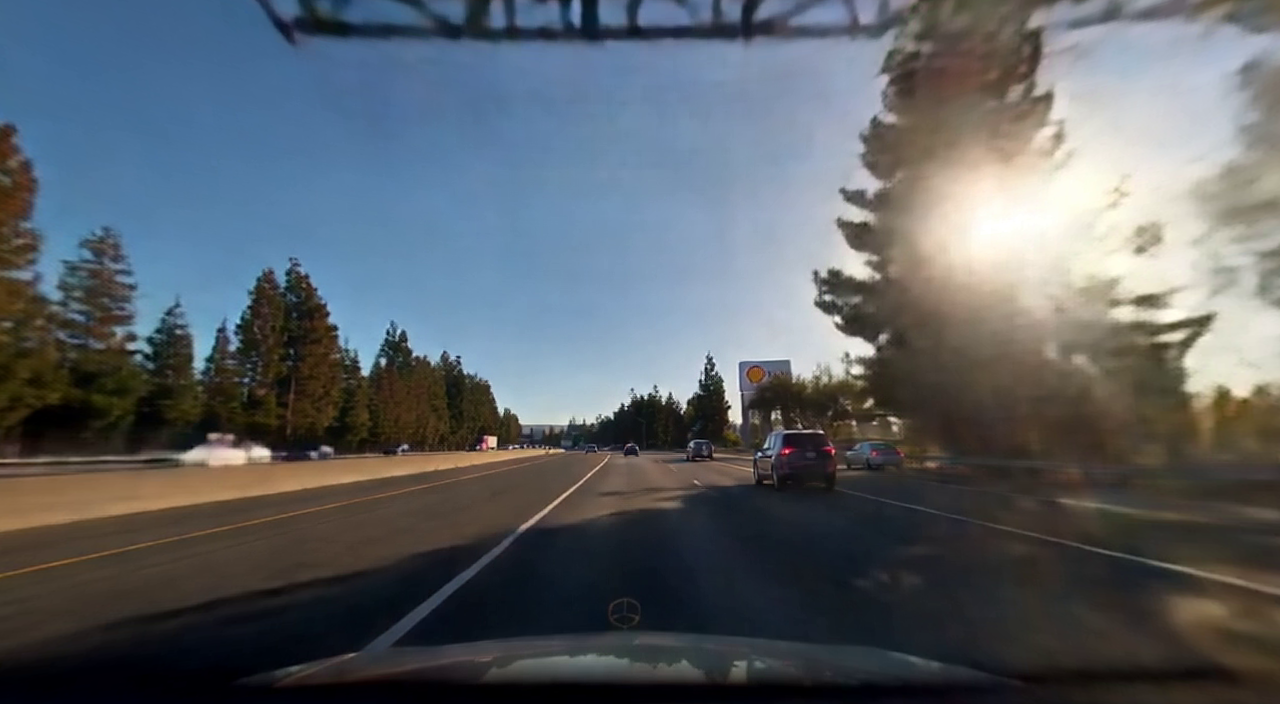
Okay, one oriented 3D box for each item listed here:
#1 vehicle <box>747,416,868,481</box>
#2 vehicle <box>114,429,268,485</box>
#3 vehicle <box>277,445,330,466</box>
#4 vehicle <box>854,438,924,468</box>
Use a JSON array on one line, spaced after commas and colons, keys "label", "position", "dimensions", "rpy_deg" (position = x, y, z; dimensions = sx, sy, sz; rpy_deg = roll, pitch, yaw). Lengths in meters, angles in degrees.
[{"label": "vehicle", "position": [6.790, 4.096, 27.022], "dimensions": [2.779, 2.339, 8.073], "rpy_deg": [0, -8, -2]}, {"label": "vehicle", "position": [-16.835, 3.947, 24.063], "dimensions": [2.147, 1.888, 5.094], "rpy_deg": [0, -8, -1]}, {"label": "vehicle", "position": [-25.293, 7.755, 47.462], "dimensions": [1.808, 1.491, 4.159], "rpy_deg": [0, -8, -1]}, {"label": "vehicle", "position": [14.212, 5.800, 36.214], "dimensions": [2.072, 1.611, 4.387], "rpy_deg": [0, -8, -2]}]
